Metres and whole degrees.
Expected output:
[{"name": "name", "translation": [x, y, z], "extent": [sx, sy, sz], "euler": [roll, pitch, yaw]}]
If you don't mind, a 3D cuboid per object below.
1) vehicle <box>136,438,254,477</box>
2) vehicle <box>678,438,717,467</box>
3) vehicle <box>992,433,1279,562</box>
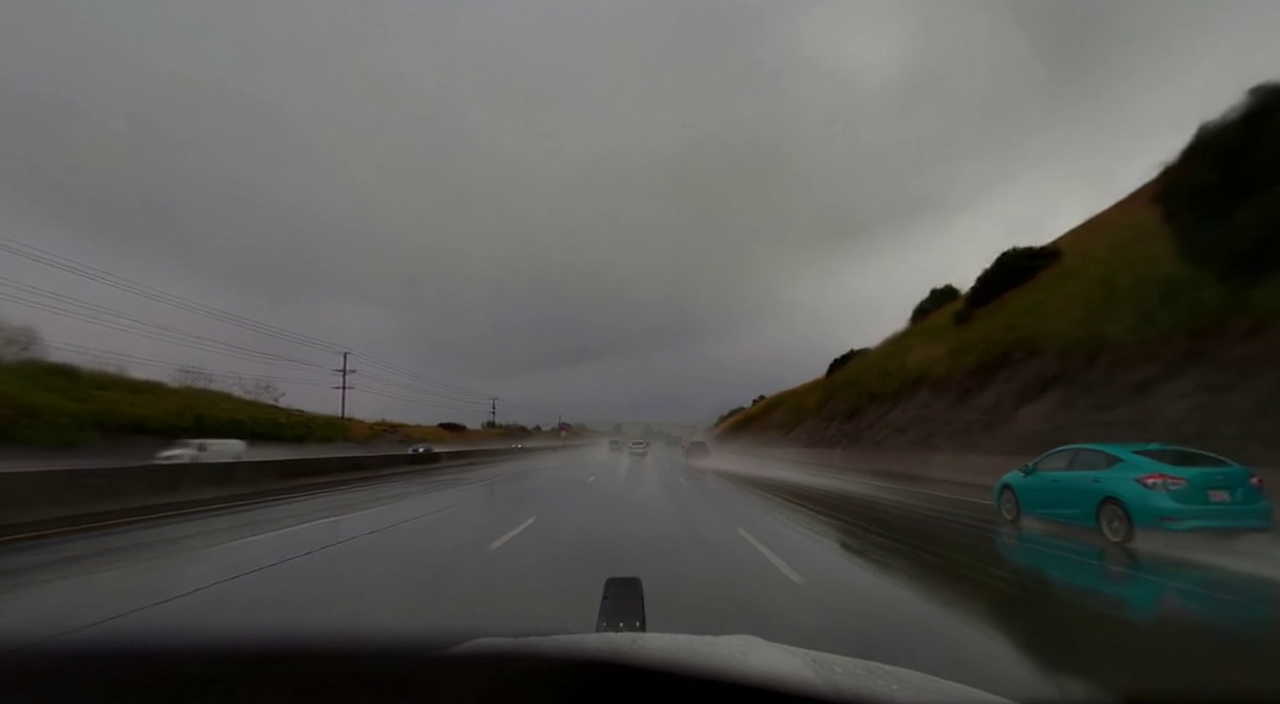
[{"name": "vehicle", "translation": [-23.583, 5.595, 33.764], "extent": [2.080, 1.823, 5.737], "euler": [0, -8, 1]}, {"name": "vehicle", "translation": [3.811, 6.758, 42.563], "extent": [2.159, 1.782, 4.673], "euler": [1, -8, 0]}, {"name": "vehicle", "translation": [8.057, 2.144, 10.172], "extent": [1.970, 1.545, 4.818], "euler": [1, -8, 0]}]
